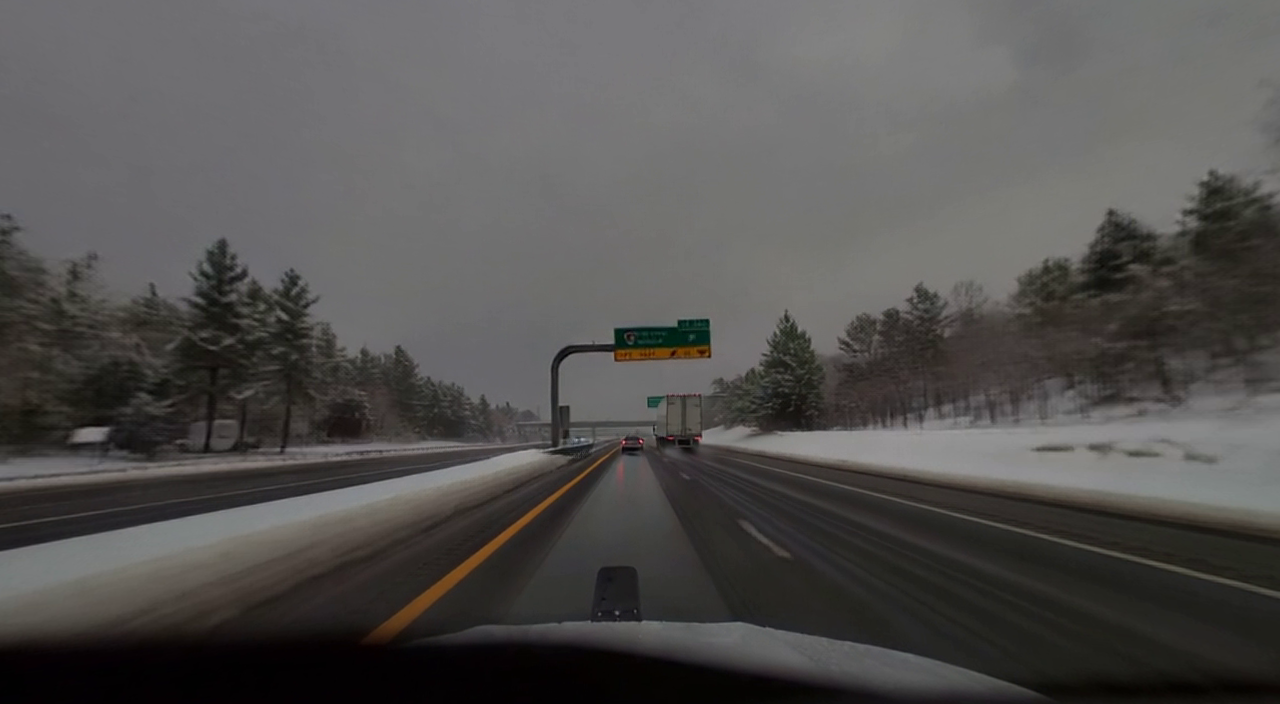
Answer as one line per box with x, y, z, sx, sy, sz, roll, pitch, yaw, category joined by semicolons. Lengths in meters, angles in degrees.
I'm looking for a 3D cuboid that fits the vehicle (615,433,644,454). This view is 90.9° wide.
-0.807;6.879;47.513;2.095;1.557;3.963;0;-8;-1;vehicle
